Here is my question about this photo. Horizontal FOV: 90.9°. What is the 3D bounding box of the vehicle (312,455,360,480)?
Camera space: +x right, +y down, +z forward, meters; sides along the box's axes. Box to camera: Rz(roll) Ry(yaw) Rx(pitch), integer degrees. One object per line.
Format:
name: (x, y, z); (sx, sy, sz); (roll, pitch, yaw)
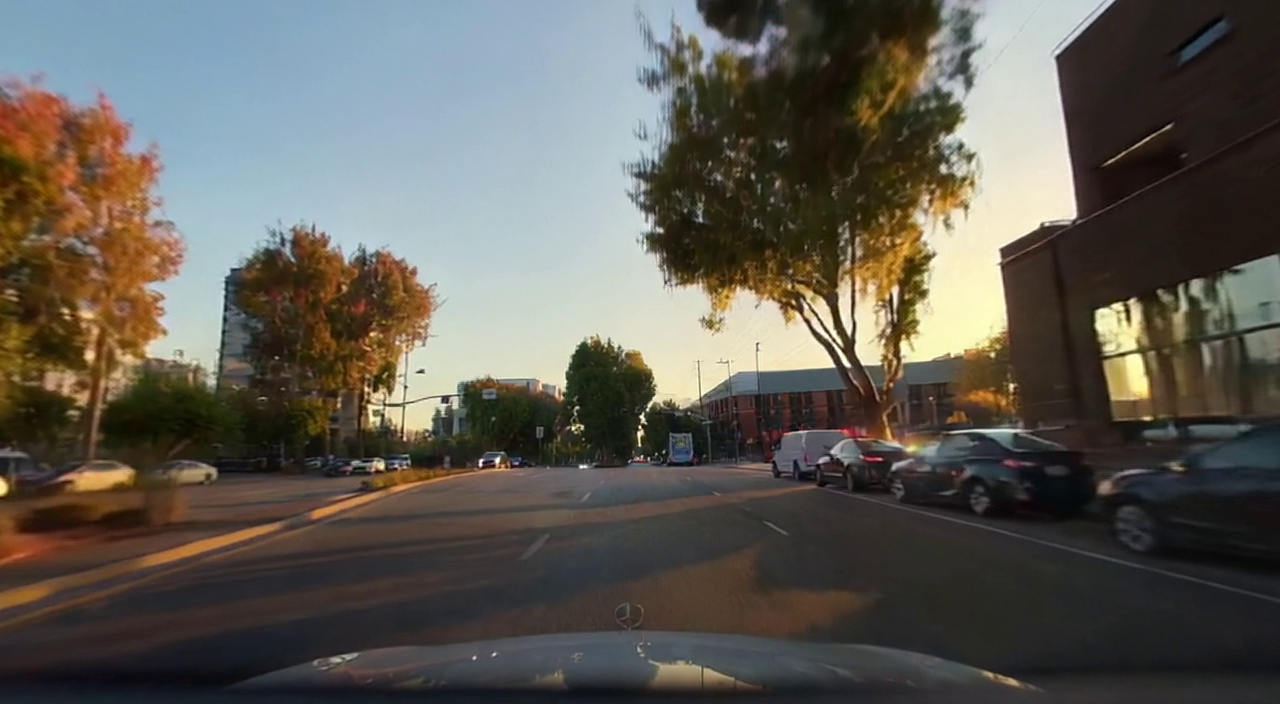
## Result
vehicle: (-22.470, 8.506, 46.707); (1.875, 1.528, 3.717); (-5, -9, -3)

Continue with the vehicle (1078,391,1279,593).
vehicle: (7.052, 1.348, 6.165); (2.200, 1.860, 4.511); (0, -9, -1)

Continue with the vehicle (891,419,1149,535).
vehicle: (7.056, 2.362, 12.545); (2.089, 1.788, 4.817); (1, -9, 0)

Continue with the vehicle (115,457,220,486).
vehicle: (-25.491, 6.460, 34.124); (4.194, 1.471, 1.834); (0, -9, -1)

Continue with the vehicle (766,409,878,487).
vehicle: (7.150, 3.909, 25.838); (2.391, 2.750, 6.853); (0, -9, -1)

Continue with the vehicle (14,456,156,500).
vehicle: (-22.292, 5.028, 25.600); (1.922, 1.545, 4.178); (0, -9, 1)

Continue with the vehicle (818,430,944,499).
vehicle: (6.992, 3.304, 18.898); (1.889, 1.799, 4.704); (0, -9, 0)
